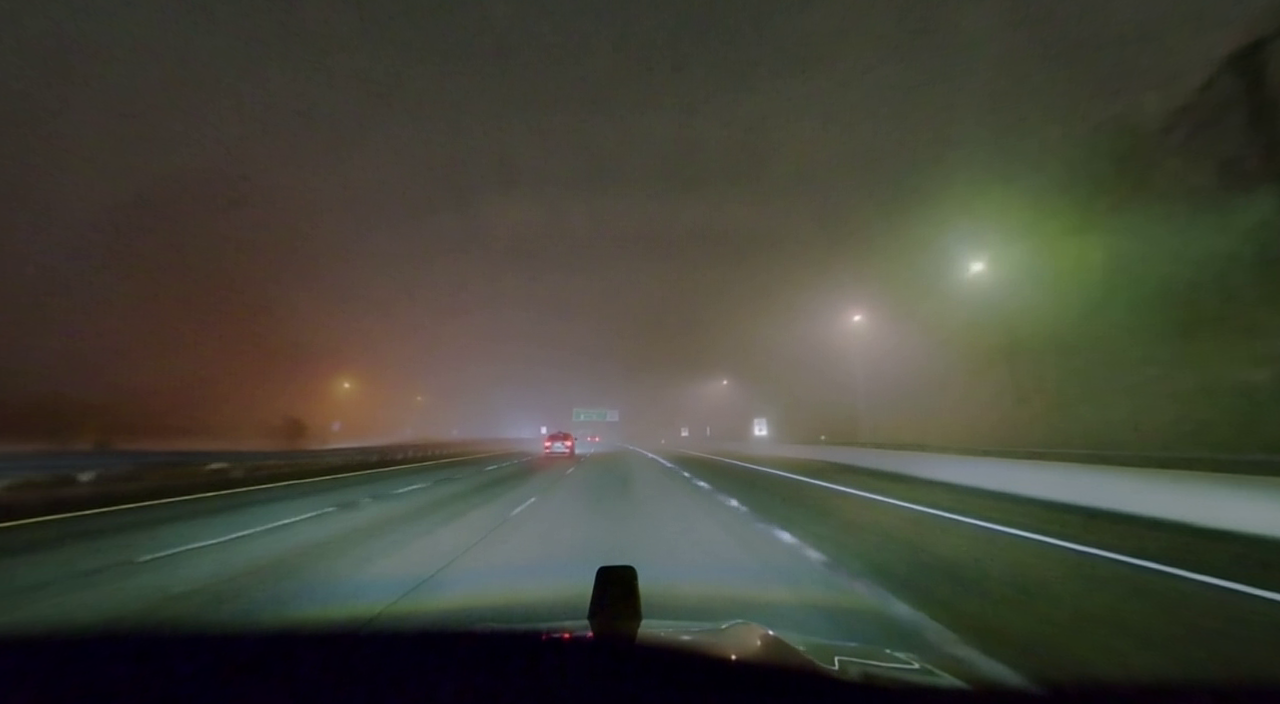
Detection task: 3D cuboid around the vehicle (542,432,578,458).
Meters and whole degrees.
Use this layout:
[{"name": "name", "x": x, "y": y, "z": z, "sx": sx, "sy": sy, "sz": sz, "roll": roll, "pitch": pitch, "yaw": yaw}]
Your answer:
[{"name": "vehicle", "x": -5.061, "y": 5.912, "z": 40.255, "sx": 1.878, "sy": 1.548, "sz": 3.966, "roll": 0, "pitch": -8, "yaw": -1}]
